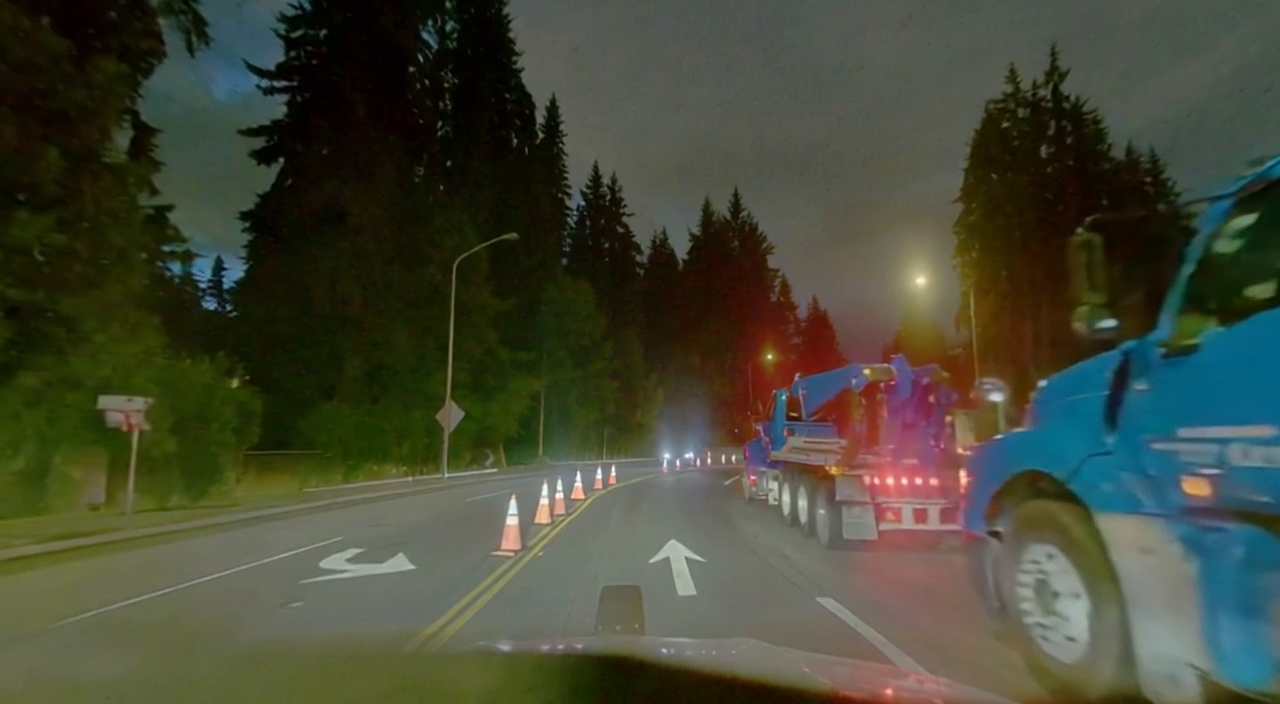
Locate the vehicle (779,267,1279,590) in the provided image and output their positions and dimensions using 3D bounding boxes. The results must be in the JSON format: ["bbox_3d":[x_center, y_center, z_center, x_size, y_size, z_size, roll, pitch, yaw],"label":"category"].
[{"bbox_3d":[3.564,0.911,7.445,2.874,2.542,4.840,0,-9,2],"label":"vehicle"}]

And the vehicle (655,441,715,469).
[{"bbox_3d":[2.704,5.993,37.041,1.945,1.494,4.201,-4,-9,27],"label":"vehicle"}]
